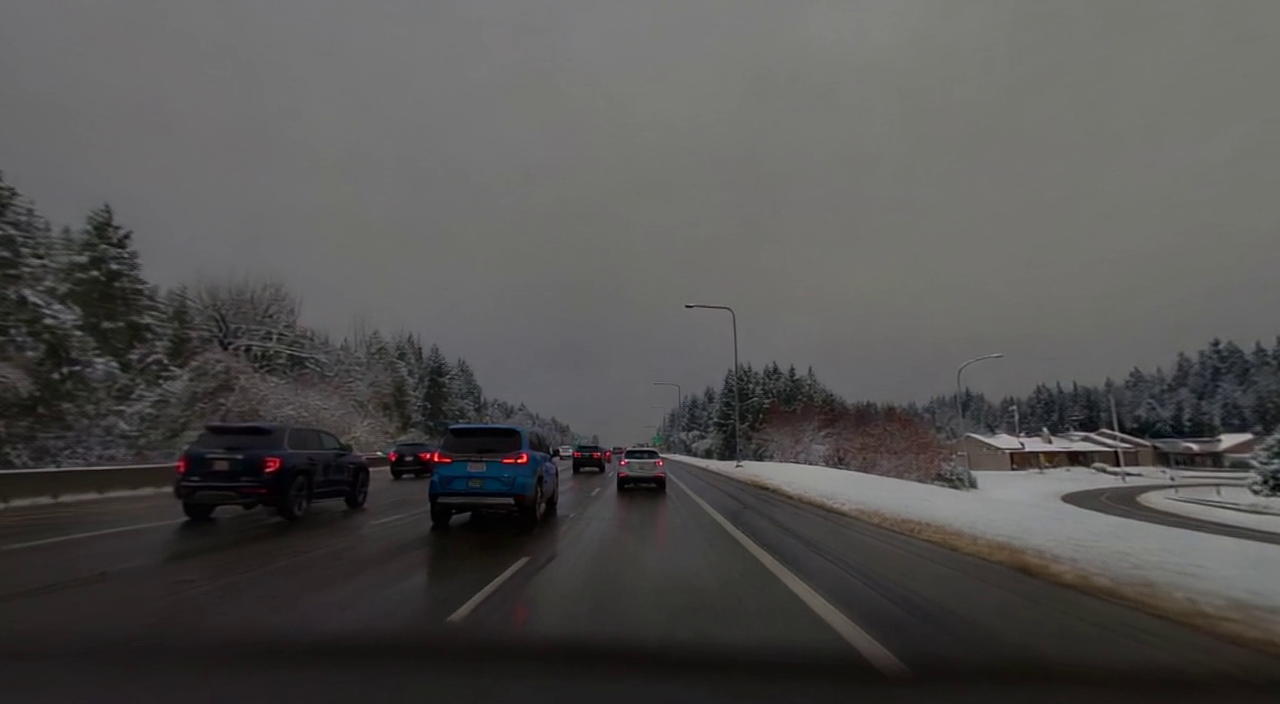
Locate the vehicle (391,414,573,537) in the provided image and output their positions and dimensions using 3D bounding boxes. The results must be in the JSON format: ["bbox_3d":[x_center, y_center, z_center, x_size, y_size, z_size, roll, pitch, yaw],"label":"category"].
[{"bbox_3d":[-2.556,2.144,11.421,2.123,1.798,4.108,0,-9,1],"label":"vehicle"}]

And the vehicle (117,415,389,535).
[{"bbox_3d":[-6.909,2.249,12.067,2.162,1.823,4.566,0,-9,2],"label":"vehicle"}]

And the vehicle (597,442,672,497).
[{"bbox_3d":[-0.170,3.569,19.483,2.068,1.488,4.045,0,-9,0],"label":"vehicle"}]
